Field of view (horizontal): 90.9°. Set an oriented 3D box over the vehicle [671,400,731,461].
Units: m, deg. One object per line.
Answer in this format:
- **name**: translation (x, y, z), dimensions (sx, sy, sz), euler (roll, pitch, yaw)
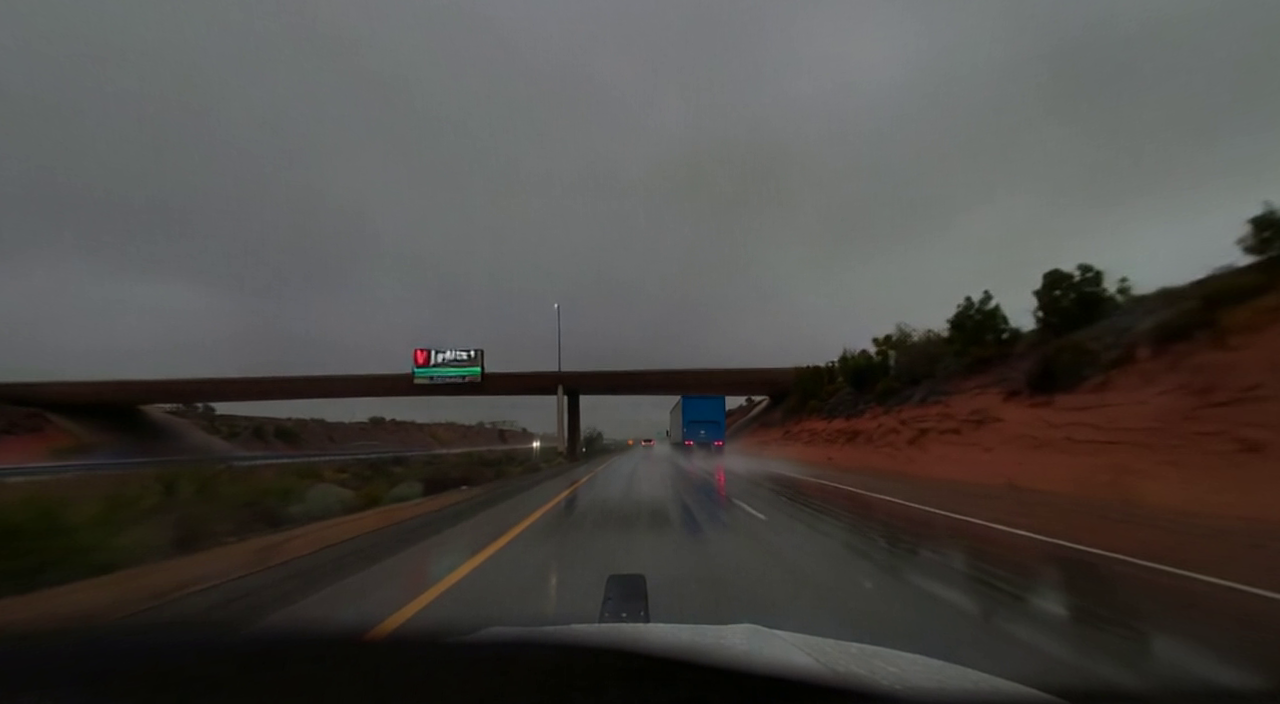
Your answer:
- **vehicle**: translation (4.068, 5.630, 44.707), dimensions (3.024, 3.834, 10.128), euler (0, -8, -1)
